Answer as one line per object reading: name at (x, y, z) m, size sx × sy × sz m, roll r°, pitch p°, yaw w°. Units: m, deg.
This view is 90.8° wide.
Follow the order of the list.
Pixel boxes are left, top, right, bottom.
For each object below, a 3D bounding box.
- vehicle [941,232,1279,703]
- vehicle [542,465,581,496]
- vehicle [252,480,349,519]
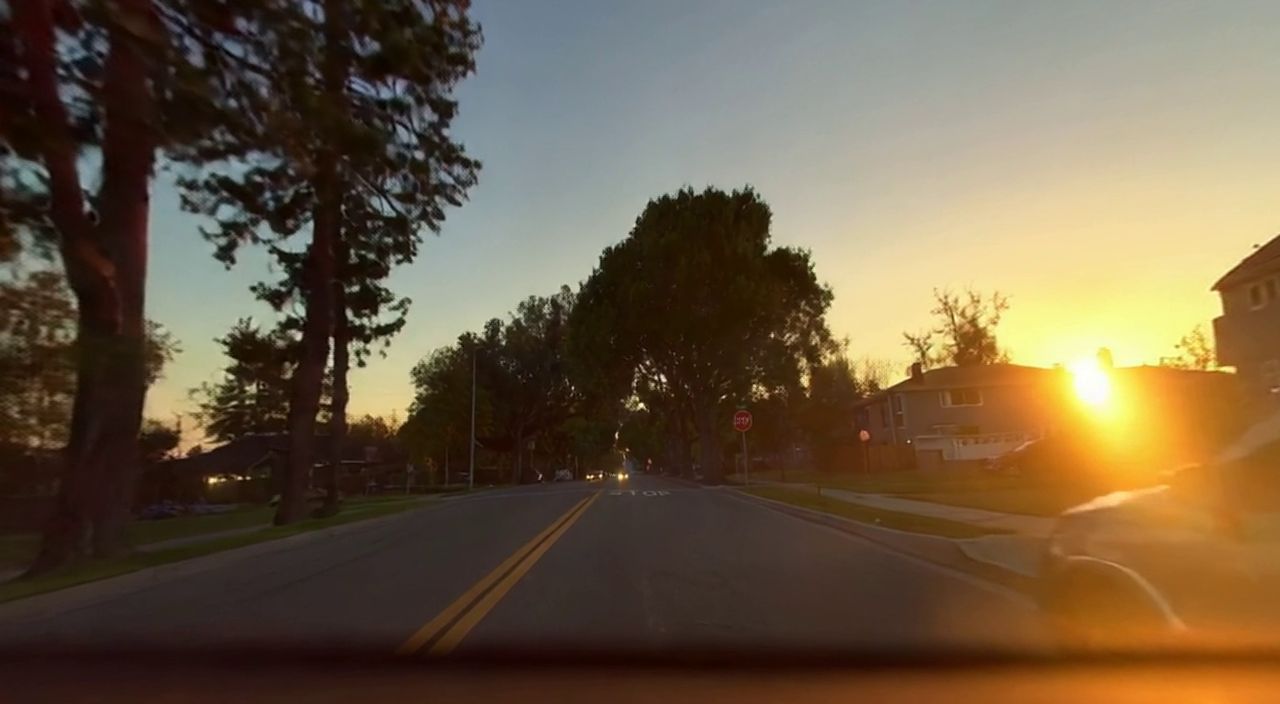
vehicle at (2.672, 0.551, 1.067) m, size 2.109 × 1.875 × 4.488 m, roll -1°, pitch -9°, yaw 1°
vehicle at (-5.999, 9.862, 48.855) m, size 2.149 × 1.823 × 4.613 m, roll -6°, pitch -7°, yaw 1°
vehicle at (-18.523, 8.039, 34.555) m, size 4.274 × 1.626 × 2.093 m, roll -7°, pitch -10°, yaw 10°
